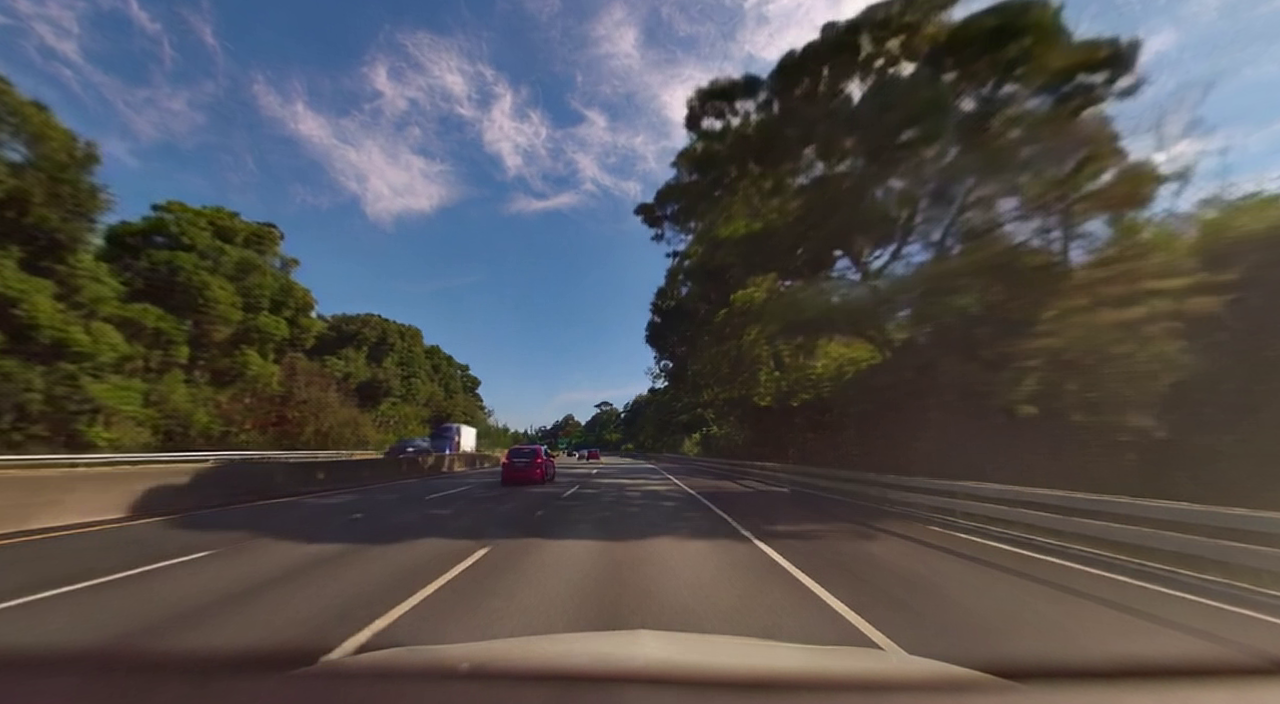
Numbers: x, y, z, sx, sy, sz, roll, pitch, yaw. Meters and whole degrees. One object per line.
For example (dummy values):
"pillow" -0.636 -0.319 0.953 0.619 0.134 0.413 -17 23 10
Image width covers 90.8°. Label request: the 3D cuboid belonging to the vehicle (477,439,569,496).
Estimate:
"vehicle" -3.831 3.877 21.569 2.279 1.683 4.726 0 -9 -1
